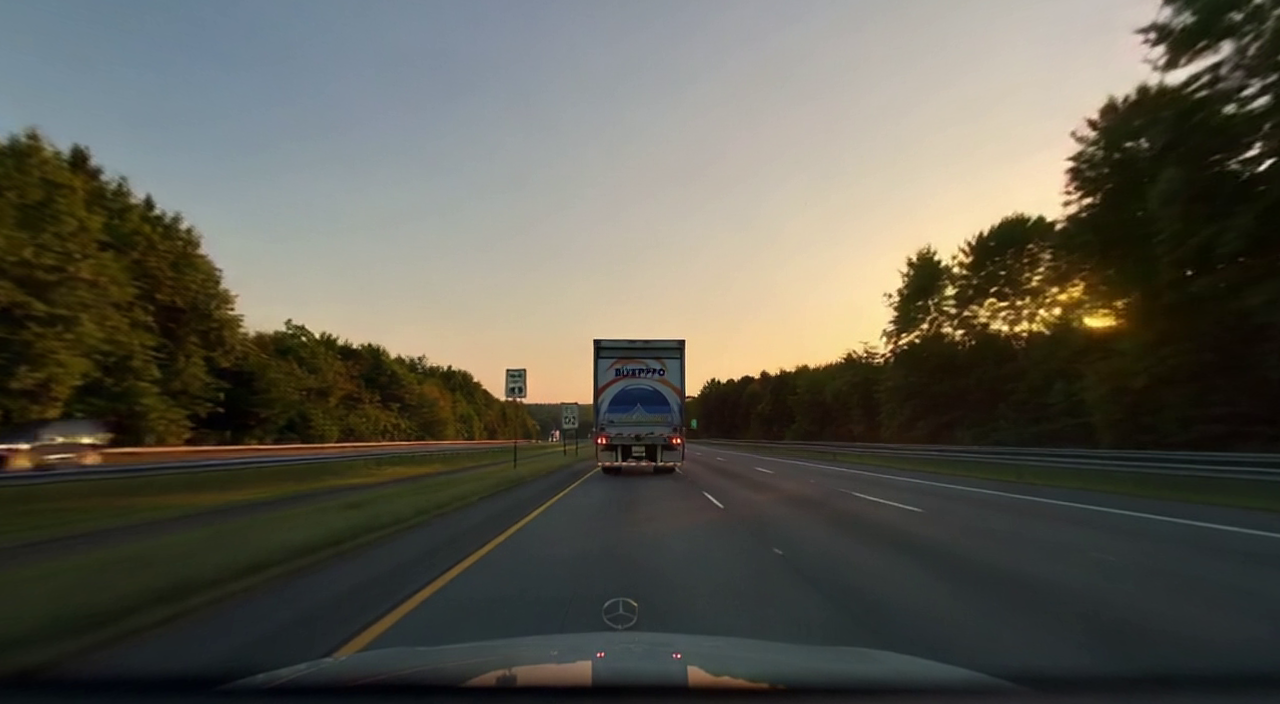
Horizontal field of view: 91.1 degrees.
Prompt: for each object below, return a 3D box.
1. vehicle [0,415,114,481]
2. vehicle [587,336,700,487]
[{"bbox_3d":[-15.710,2.355,15.588,1.795,1.517,4.019,0,-8,0],"label":"vehicle"},{"bbox_3d":[0.082,2.095,20.649,2.870,3.911,8.697,0,-8,0],"label":"vehicle"}]
